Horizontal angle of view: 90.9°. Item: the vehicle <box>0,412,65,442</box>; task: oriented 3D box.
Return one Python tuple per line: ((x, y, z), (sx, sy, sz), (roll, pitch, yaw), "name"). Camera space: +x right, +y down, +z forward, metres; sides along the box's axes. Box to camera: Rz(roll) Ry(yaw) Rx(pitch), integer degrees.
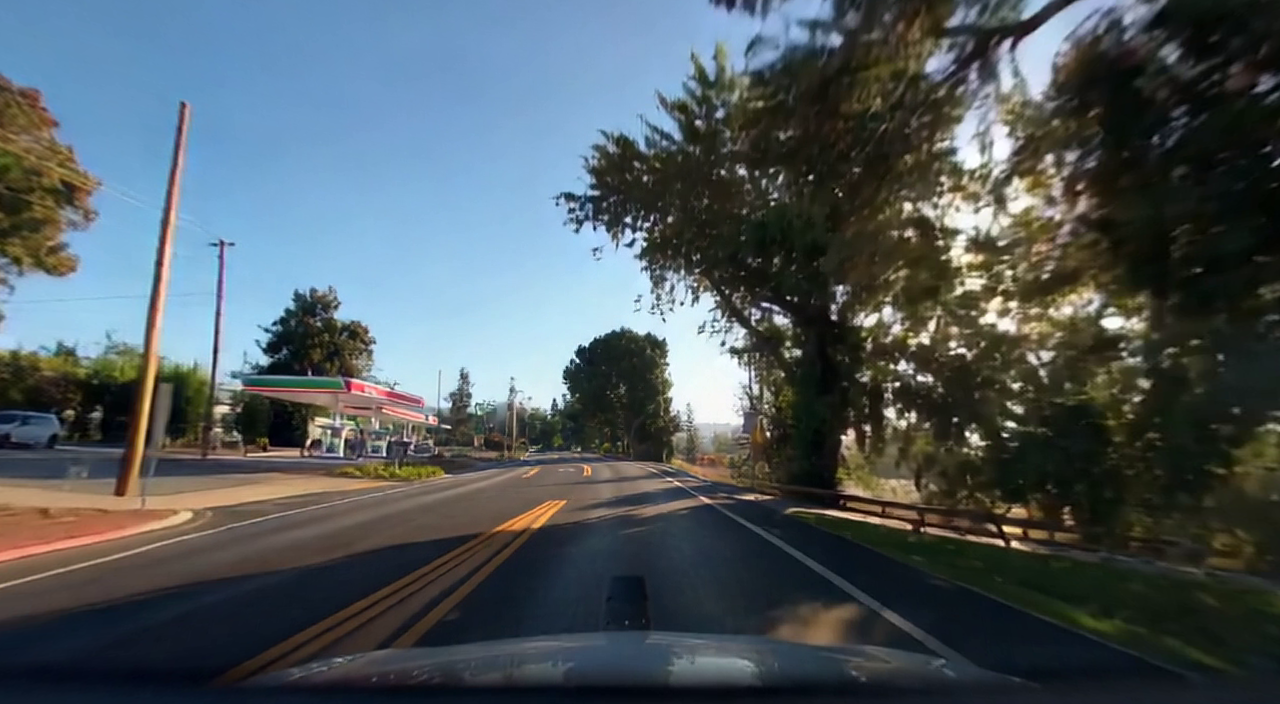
((-34.052, 4.090, 34.109), (4.399, 1.566, 1.882), (-2, -9, 10), "vehicle")
